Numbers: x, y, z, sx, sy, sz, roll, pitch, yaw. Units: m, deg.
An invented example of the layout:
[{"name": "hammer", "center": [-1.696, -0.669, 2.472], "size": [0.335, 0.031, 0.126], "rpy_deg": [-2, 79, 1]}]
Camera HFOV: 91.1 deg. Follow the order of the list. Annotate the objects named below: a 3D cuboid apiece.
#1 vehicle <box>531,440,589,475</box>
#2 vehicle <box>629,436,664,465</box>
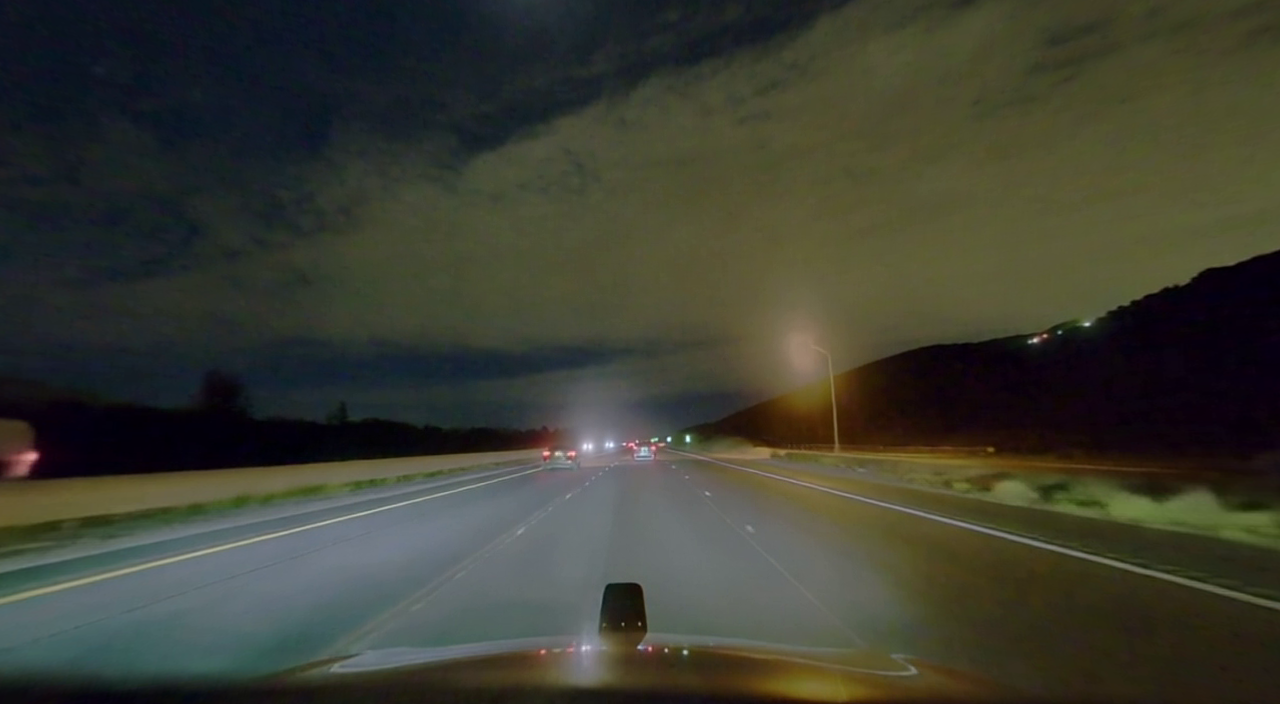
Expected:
[{"name": "vehicle", "center": [-3.648, 4.916, 29.528], "size": [2.082, 1.485, 4.237], "rpy_deg": [0, -8, 1]}, {"name": "vehicle", "center": [0.377, 6.704, 42.956], "size": [2.272, 1.836, 4.866], "rpy_deg": [0, -8, -1]}]
